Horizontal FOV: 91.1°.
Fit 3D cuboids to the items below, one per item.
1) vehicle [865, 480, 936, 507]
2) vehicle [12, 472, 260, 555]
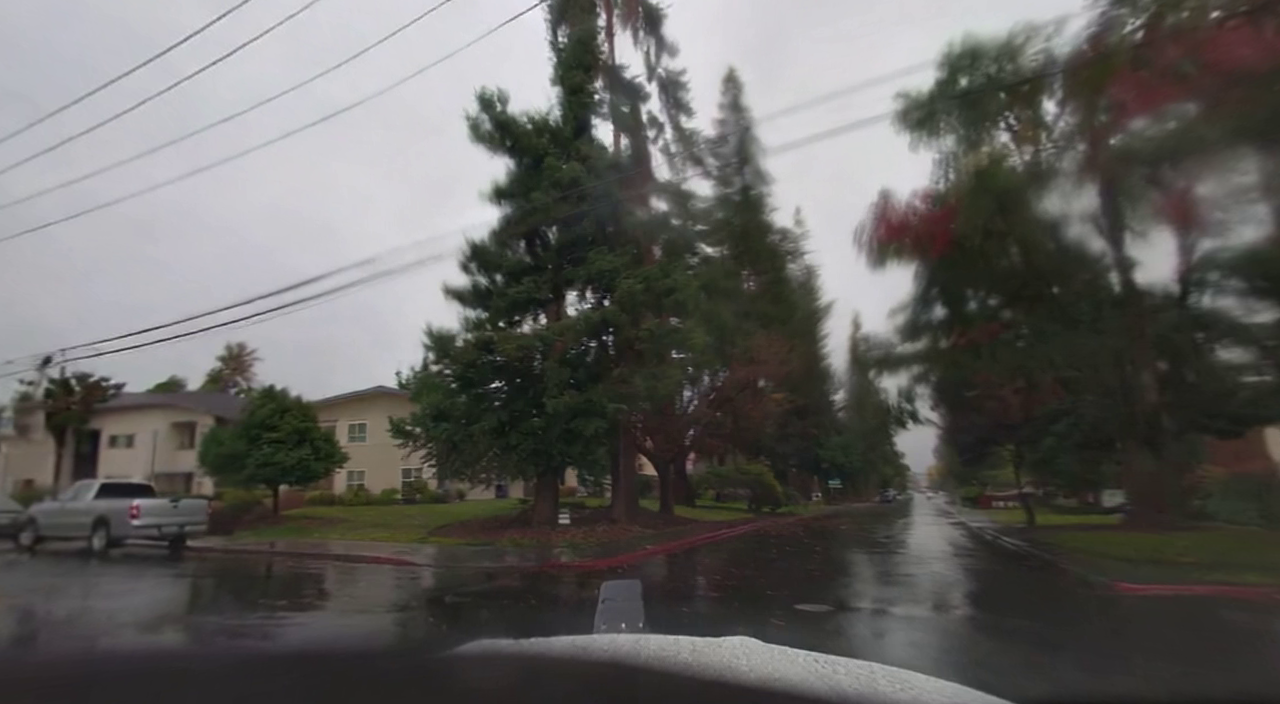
[{"bbox_3d":[19.231,10.436,46.427,4.700,1.677,1.927,-4,-10,24],"label":"vehicle"},{"bbox_3d":[-11.781,3.737,14.695,5.170,1.626,2.272,-7,-13,24],"label":"vehicle"}]
